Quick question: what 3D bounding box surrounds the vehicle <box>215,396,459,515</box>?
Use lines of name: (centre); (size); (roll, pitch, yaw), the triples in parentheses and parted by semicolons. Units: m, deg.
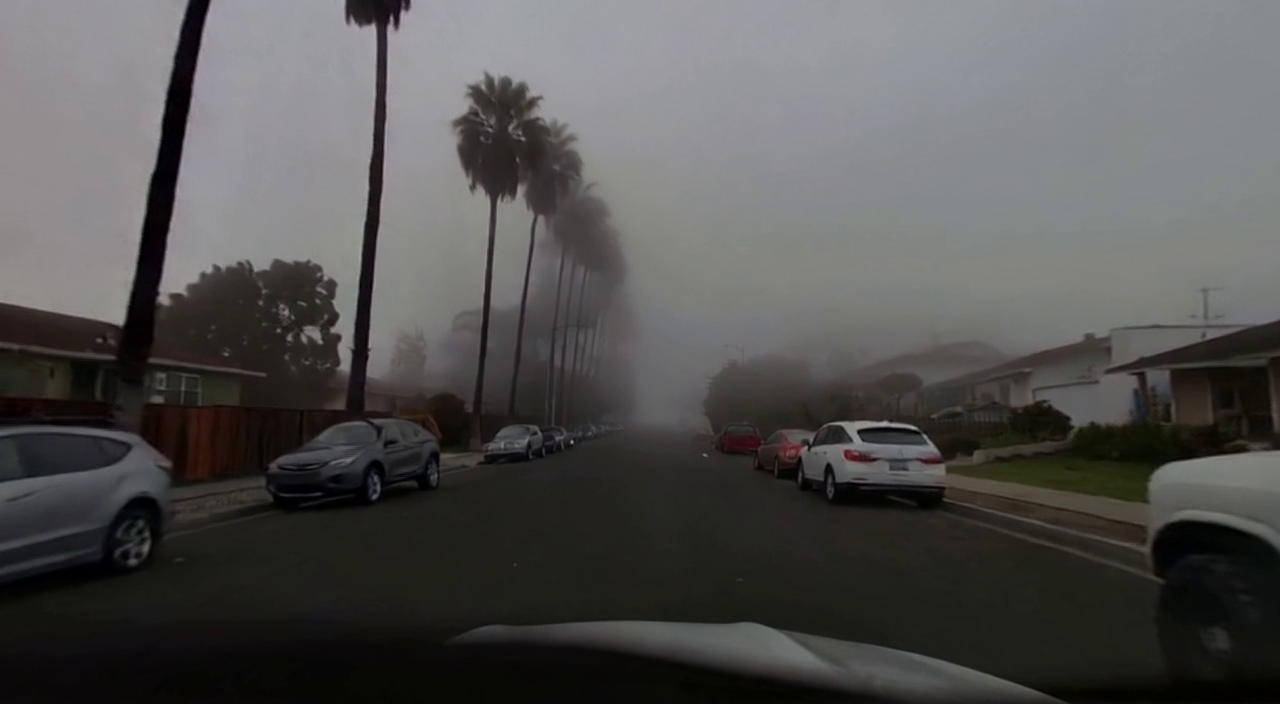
vehicle: (-5.430, 1.969, 12.386); (2.020, 1.819, 5.168); (0, -8, 3)

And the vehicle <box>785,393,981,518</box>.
vehicle: (4.271, 1.928, 12.100); (1.964, 1.889, 4.708); (0, -8, 1)

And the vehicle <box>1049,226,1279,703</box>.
vehicle: (4.027, 0.410, 1.073); (2.649, 2.232, 6.576); (4, -8, 3)

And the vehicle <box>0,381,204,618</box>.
vehicle: (-5.536, 1.085, 4.686); (1.816, 1.697, 3.777); (0, -8, 1)

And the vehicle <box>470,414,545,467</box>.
vehicle: (-5.063, 3.449, 24.654); (1.947, 1.803, 4.381); (-2, -8, 1)
